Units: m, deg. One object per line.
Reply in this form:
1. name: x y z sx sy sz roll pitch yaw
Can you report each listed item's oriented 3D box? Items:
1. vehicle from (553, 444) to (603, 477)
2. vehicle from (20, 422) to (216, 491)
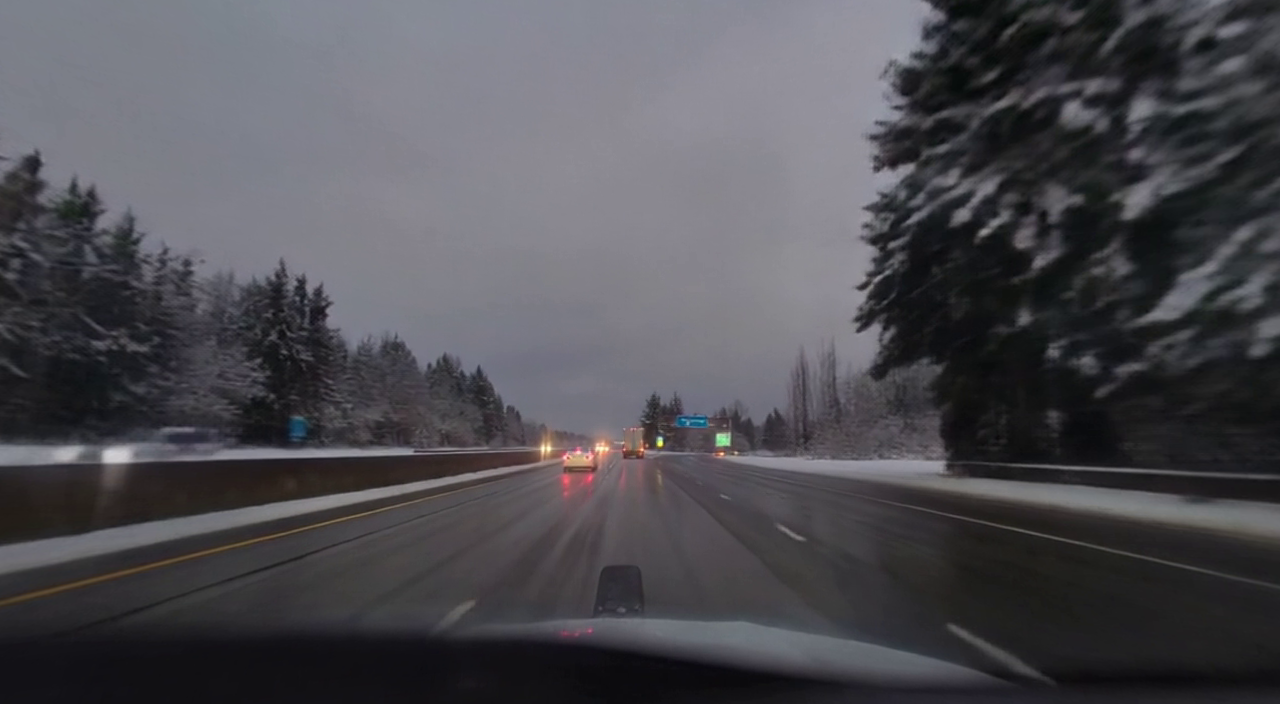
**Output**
1. vehicle: -3.128 5.625 32.963 2.184 1.574 5.004 0 -9 -1
2. vehicle: -16.707 3.384 20.668 2.213 1.948 4.866 0 -9 0
